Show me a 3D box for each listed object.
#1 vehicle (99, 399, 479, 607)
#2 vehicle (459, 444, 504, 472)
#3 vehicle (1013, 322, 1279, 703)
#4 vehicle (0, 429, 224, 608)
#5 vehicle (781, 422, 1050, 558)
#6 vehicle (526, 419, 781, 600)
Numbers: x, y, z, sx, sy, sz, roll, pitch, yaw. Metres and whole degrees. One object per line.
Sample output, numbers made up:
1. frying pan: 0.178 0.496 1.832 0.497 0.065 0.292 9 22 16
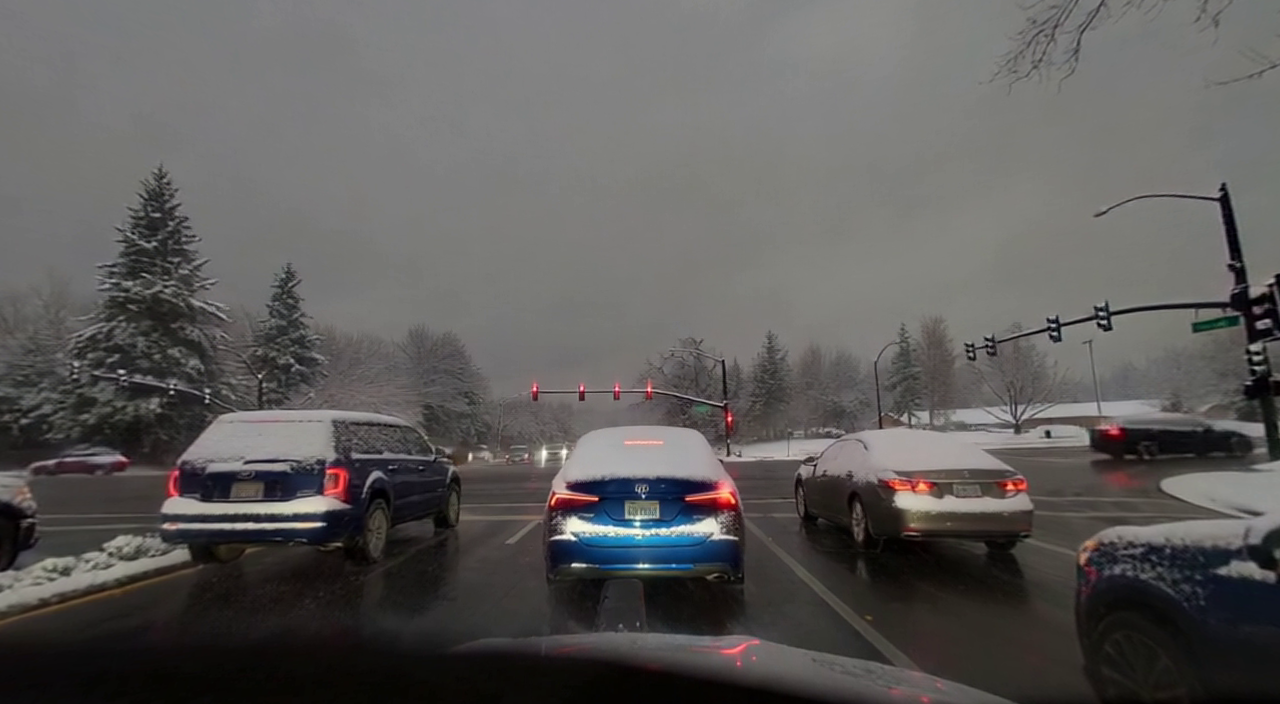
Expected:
1. vehicle: -3.418 1.553 7.353 1.958 1.693 4.242 0 -9 0
2. vehicle: -10.905 7.179 43.164 2.447 1.755 5.141 3 -9 -20
3. vehicle: 3.267 0.642 1.428 2.178 1.691 4.314 0 -9 0
4. vehicle: -6.344 1.498 5.923 1.857 1.499 4.335 0 -9 1
5. vehicle: 3.542 1.854 9.231 1.874 1.487 4.404 0 -9 -1
6. vehicle: 0.056 1.619 7.360 2.114 1.482 4.056 0 -9 -2
